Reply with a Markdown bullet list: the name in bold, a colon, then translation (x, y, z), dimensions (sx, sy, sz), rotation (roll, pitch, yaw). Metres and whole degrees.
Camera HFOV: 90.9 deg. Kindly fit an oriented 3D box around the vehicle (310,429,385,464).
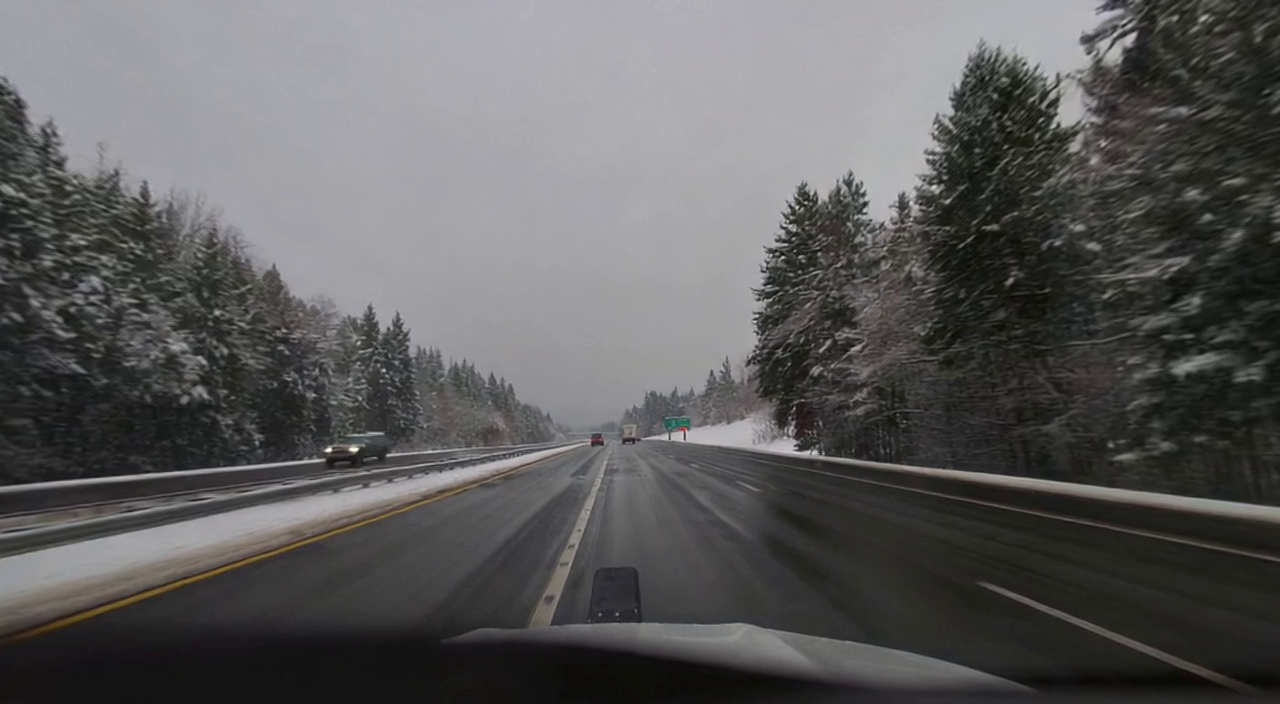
- **vehicle**: translation (-20.730, 6.682, 45.055), dimensions (2.424, 2.291, 6.442), rotation (0, -8, -1)
